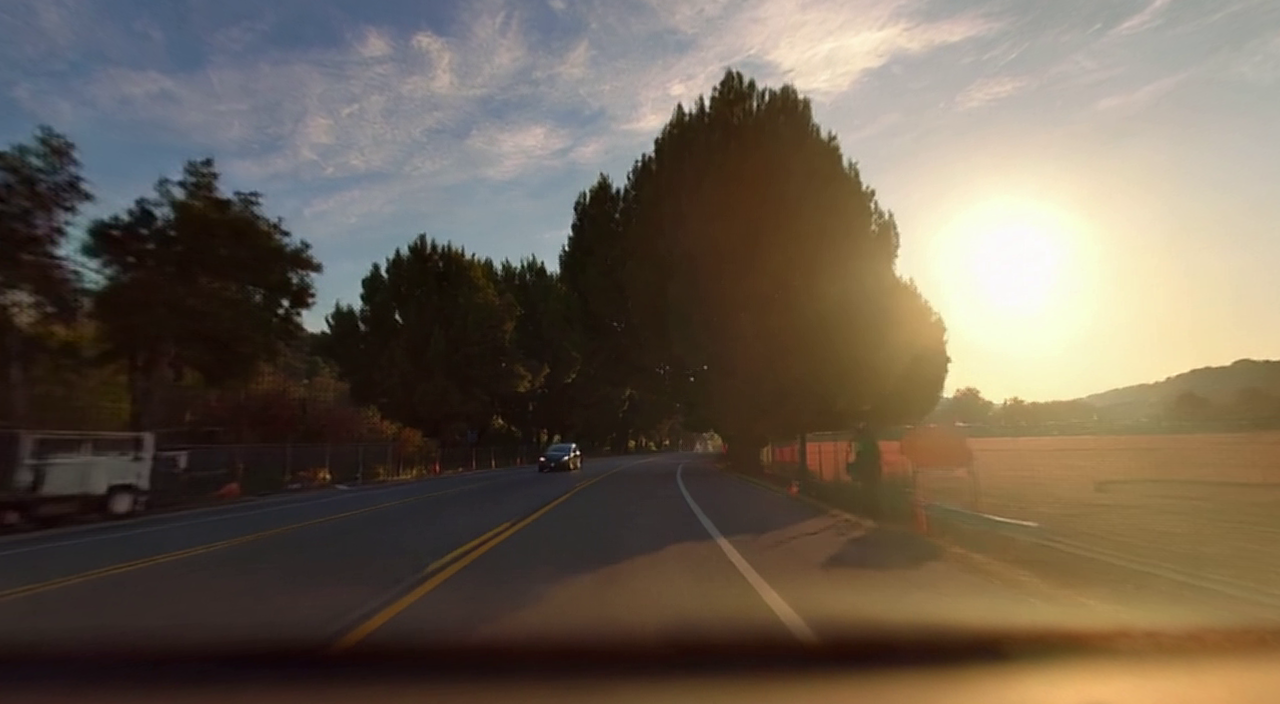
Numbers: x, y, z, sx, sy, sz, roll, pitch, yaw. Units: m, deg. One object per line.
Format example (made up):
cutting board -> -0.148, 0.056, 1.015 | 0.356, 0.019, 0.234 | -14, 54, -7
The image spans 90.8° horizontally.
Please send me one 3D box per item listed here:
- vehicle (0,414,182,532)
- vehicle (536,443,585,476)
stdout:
vehicle -> -12.237, 2.338, 12.336 | 2.244, 2.022, 6.102 | -2, -8, -2
vehicle -> -3.884, 5.345, 31.518 | 1.737, 1.525, 3.760 | -1, -9, 4
